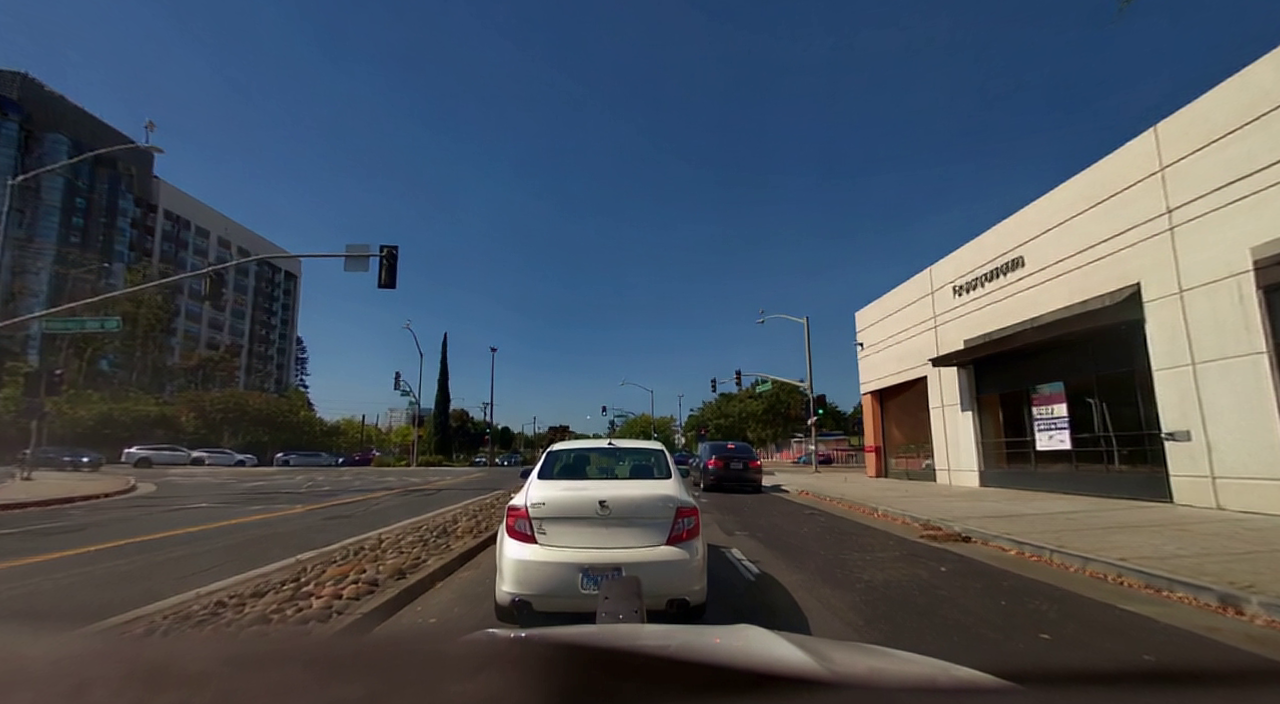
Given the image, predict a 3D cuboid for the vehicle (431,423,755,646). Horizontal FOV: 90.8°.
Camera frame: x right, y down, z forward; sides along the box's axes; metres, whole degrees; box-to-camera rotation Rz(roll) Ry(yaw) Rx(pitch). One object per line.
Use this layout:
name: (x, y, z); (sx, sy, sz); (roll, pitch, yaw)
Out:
vehicle: (-0.331, 1.551, 6.449); (2.173, 1.479, 4.264); (0, -9, 0)

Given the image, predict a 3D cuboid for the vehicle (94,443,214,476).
vehicle: (-27.356, 6.075, 35.770); (4.877, 1.754, 1.978); (2, -9, -12)

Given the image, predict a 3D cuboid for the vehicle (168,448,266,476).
vehicle: (-26.508, 6.891, 39.753); (4.575, 1.718, 2.008); (2, -9, -12)

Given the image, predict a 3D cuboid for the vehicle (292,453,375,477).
vehicle: (-19.959, 7.364, 41.368); (4.548, 1.449, 1.802); (2, -9, -13)

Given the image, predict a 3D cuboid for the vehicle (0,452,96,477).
vehicle: (-35.676, 6.733, 37.835); (4.199, 1.432, 1.727); (2, -9, -12)
